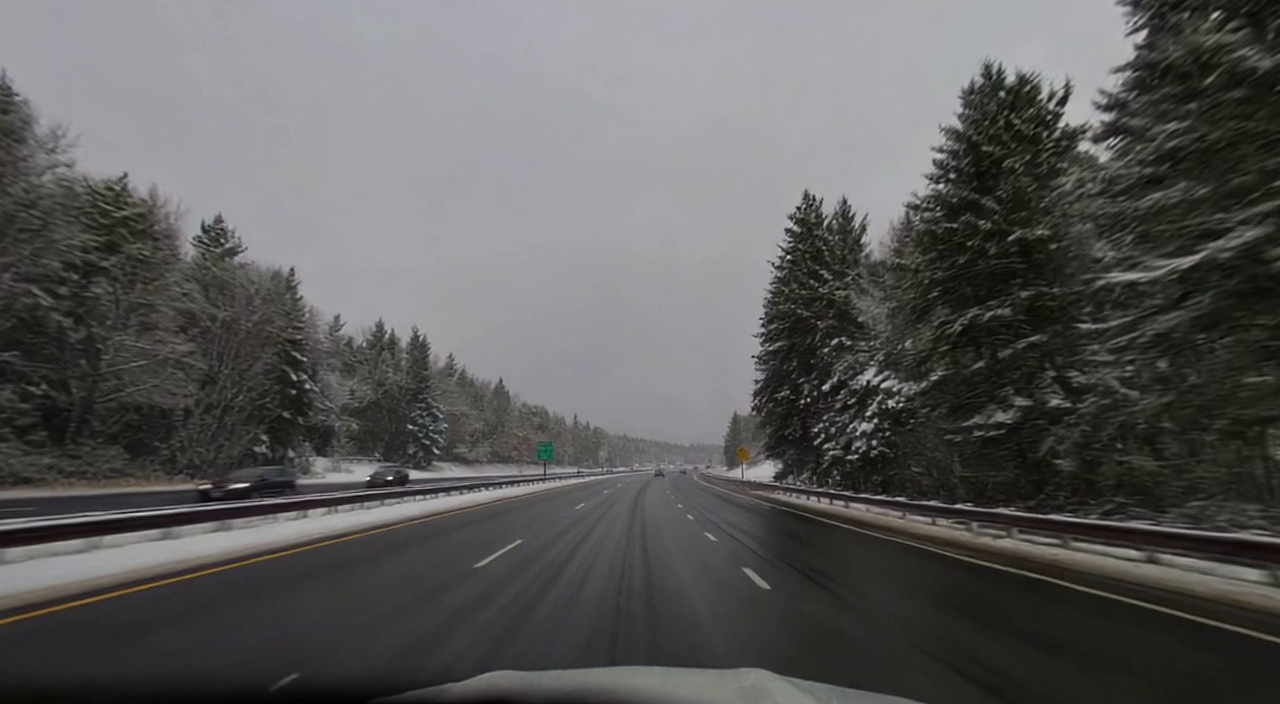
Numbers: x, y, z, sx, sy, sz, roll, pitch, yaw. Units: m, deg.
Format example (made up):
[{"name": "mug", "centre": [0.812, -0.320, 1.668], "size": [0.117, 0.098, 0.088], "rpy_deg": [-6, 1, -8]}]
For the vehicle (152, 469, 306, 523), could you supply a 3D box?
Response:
[{"name": "vehicle", "centre": [-12.832, 4.493, 20.019], "size": [1.892, 1.467, 4.340], "rpy_deg": [1, -10, 1]}]

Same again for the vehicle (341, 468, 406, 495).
[{"name": "vehicle", "centre": [-16.099, 7.809, 38.182], "size": [1.895, 1.476, 4.539], "rpy_deg": [1, -10, 1]}]
